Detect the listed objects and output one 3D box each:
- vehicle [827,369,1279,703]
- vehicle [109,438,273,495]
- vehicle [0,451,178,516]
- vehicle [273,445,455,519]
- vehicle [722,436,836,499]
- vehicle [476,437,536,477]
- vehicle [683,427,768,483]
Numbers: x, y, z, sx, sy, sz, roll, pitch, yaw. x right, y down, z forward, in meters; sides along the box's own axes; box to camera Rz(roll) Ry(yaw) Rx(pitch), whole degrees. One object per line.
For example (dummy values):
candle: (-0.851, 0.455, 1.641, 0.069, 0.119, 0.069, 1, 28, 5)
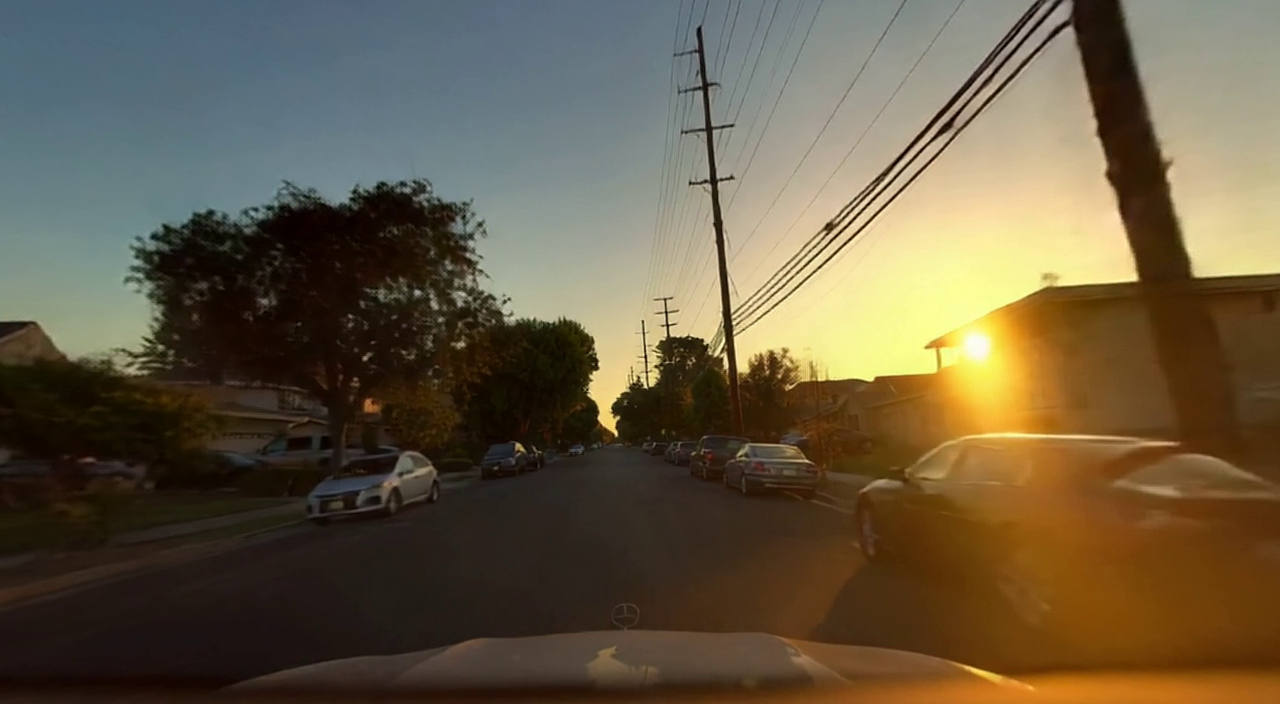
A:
vehicle: (3.525, 1.248, 5.490, 2.247, 1.618, 4.655, 2, -8, -2)
vehicle: (-16.519, 4.157, 23.364, 4.747, 1.899, 2.181, -1, -7, 11)
vehicle: (-15.482, 3.553, 17.591, 1.886, 1.423, 4.491, 2, -8, -2)
vehicle: (-6.263, 2.971, 15.155, 2.199, 1.439, 4.757, -1, -8, 1)
vehicle: (3.546, 3.025, 17.056, 1.848, 1.436, 4.582, 0, -8, -2)
vehicle: (-6.671, 5.292, 32.006, 2.118, 1.753, 4.377, -4, -9, -2)
vehicle: (2.981, 3.769, 23.512, 2.122, 1.809, 5.421, 0, -8, -3)
